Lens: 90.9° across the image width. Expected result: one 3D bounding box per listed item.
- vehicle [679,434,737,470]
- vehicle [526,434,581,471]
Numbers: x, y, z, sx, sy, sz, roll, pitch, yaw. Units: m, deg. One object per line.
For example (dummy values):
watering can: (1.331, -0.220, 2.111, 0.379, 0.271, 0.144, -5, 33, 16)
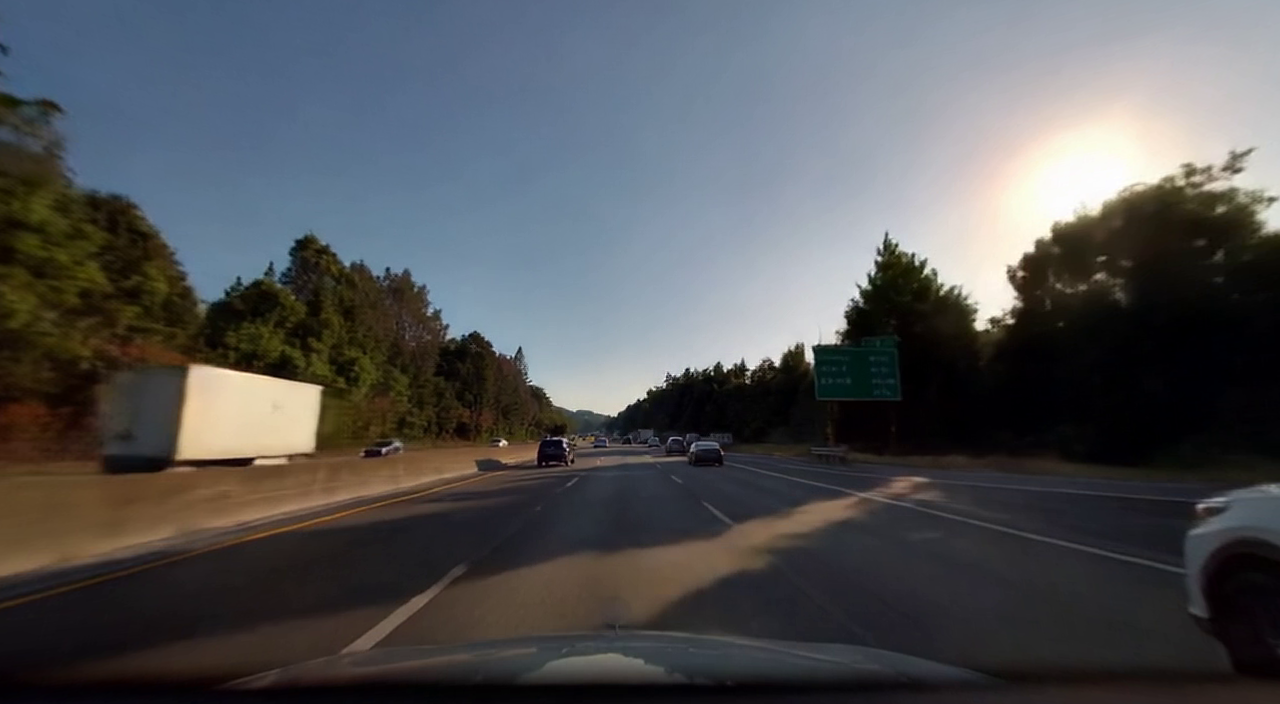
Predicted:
vehicle: (2.951, 4.440, 28.166, 1.990, 1.480, 3.865, 0, -8, -2)
vehicle: (-4.062, 4.746, 30.246, 2.011, 1.614, 4.808, 0, -8, -1)
